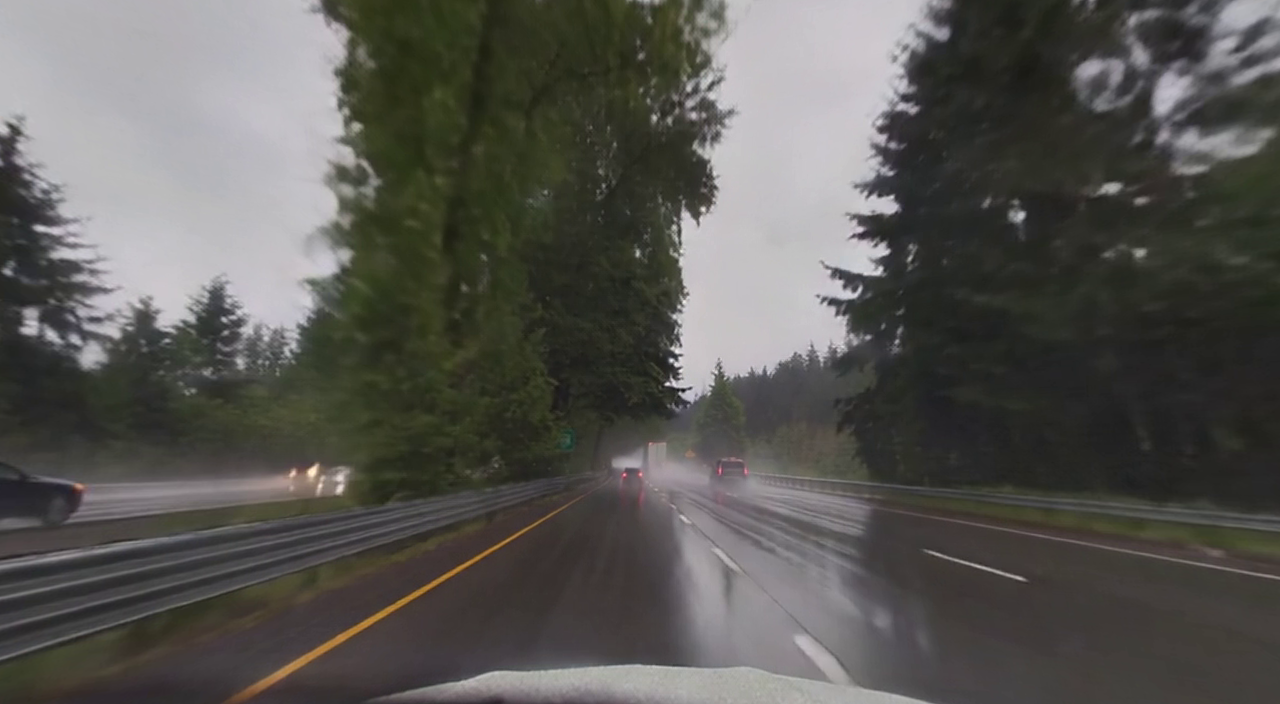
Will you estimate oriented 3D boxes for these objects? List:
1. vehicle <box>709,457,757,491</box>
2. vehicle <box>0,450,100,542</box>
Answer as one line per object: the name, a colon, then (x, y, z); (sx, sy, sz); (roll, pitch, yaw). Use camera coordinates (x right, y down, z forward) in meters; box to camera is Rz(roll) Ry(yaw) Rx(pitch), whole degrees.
vehicle: (5.189, 6.913, 35.821); (1.998, 1.776, 4.663); (1, -10, -1)
vehicle: (-12.309, 2.445, 10.646); (1.952, 1.618, 4.859); (1, -10, 1)
